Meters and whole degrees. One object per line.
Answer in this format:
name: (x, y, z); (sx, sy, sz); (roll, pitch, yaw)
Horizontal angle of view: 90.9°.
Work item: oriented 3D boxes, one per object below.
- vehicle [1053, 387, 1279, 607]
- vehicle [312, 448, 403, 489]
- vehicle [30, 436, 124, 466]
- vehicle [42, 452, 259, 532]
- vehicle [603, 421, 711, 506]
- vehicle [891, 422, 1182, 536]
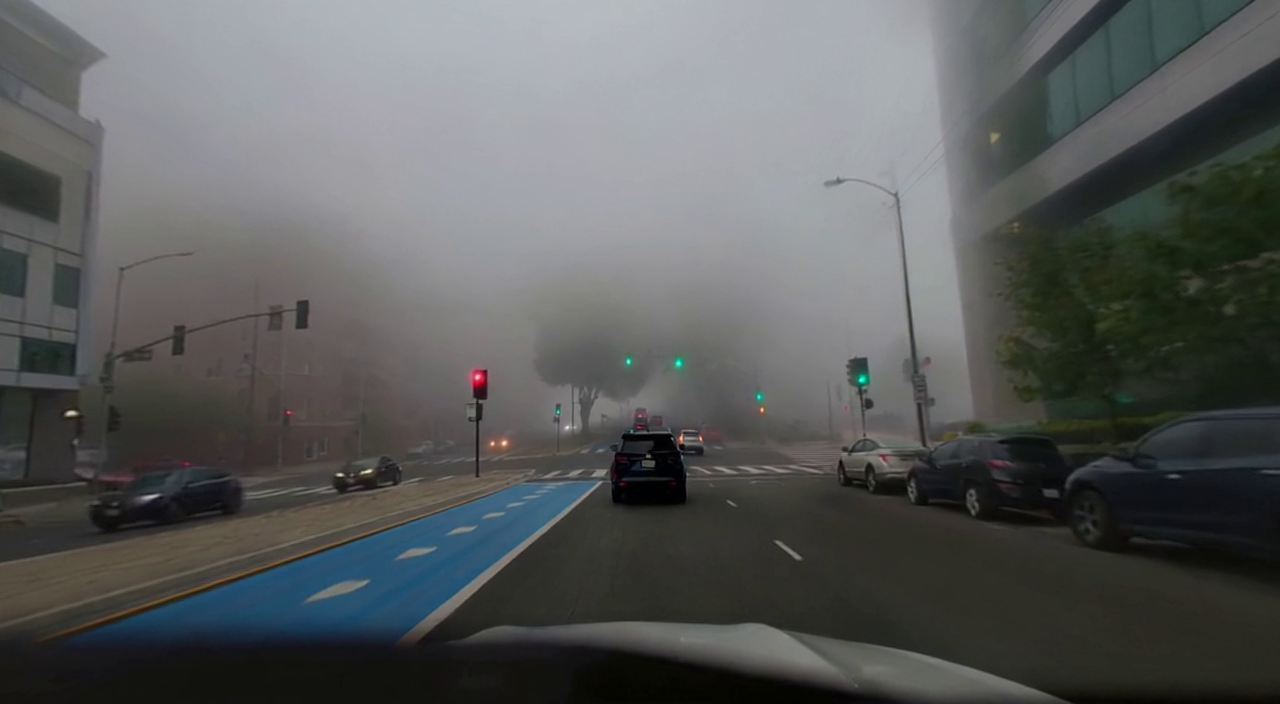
vehicle: (6.461, 1.248, 5.503); (2.205, 1.823, 5.078); (0, -9, 0)
vehicle: (-13.255, 5.461, 29.978); (2.025, 1.785, 4.845); (0, -9, 0)
vehicle: (-36.365, 6.440, 40.917); (1.966, 1.807, 4.441); (0, -9, -1)
vehicle: (-13.011, 3.678, 17.315); (1.975, 1.820, 4.838); (0, -9, 1)
vehicle: (0.372, 2.672, 15.476); (2.283, 1.773, 4.255); (0, -9, 0)
vehicle: (6.571, 2.151, 11.284); (2.044, 1.593, 4.551); (0, -9, -3)
